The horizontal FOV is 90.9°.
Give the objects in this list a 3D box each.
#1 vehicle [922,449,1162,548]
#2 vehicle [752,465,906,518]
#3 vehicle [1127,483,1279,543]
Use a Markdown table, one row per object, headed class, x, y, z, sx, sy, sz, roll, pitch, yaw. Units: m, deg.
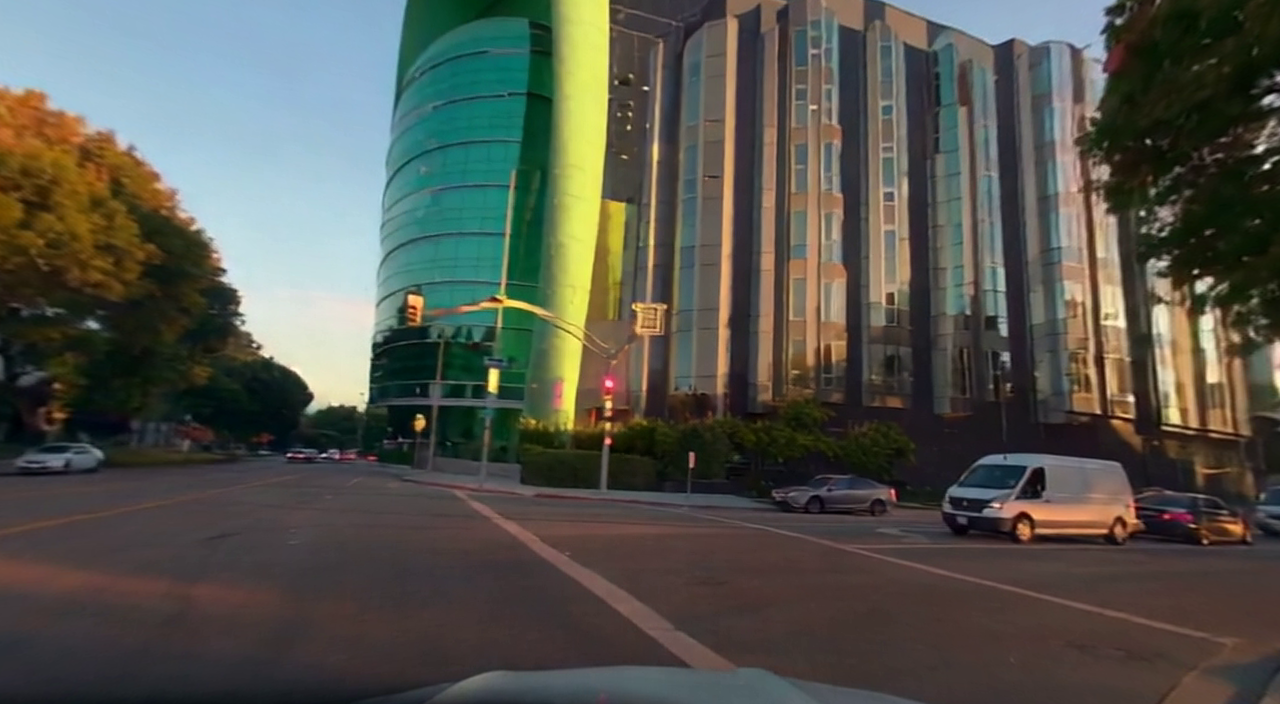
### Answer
| class | x | y | z | sx | sy | sz | roll | pitch | yaw |
| --- | --- | --- | --- | --- | --- | --- | --- | --- | --- |
| vehicle | 9.644 | 3.432 | 15.130 | 5.252 | 2.013 | 2.104 | 5 | -12 | -24 |
| vehicle | 5.969 | 4.373 | 19.962 | 4.470 | 1.472 | 1.868 | 5 | -10 | -22 |
| vehicle | 16.650 | 4.560 | 18.214 | 4.632 | 1.495 | 1.853 | 5 | -12 | -23 |
